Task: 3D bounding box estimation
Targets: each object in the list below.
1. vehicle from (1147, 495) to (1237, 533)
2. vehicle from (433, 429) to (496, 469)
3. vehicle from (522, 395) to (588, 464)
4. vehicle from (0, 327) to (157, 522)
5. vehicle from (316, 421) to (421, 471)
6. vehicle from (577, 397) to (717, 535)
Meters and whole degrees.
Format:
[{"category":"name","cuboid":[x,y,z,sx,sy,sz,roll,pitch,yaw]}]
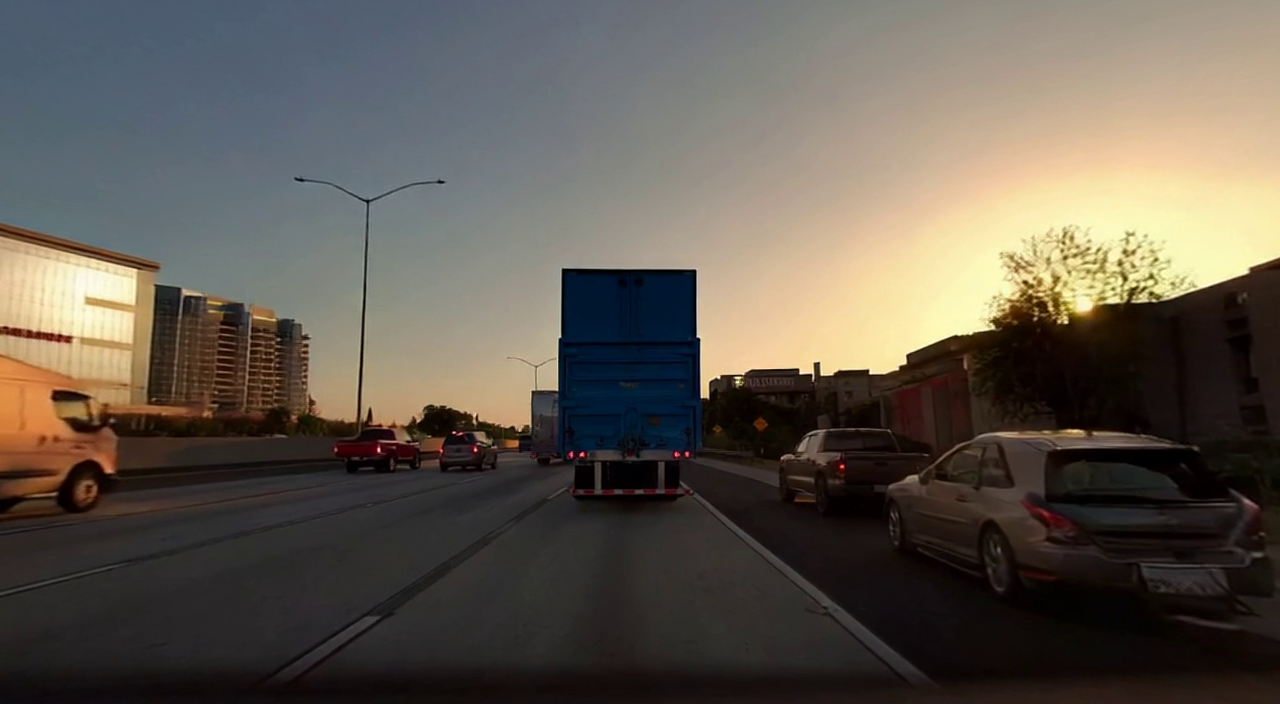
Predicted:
[{"category":"vehicle","cuboid":[32.481,9.499,37.211,1.588,1.418,3.744,8,-6,-14]},{"category":"vehicle","cuboid":[-8.097,4.542,29.525,1.854,1.740,4.151,0,-9,-1]},{"category":"vehicle","cuboid":[-4.644,4.561,36.252,2.814,3.513,8.529,0,-9,-1]},{"category":"vehicle","cuboid":[-11.331,1.024,9.163,2.375,3.041,7.638,0,-8,1]},{"category":"vehicle","cuboid":[-12.038,4.260,28.575,2.240,1.995,5.854,0,-9,-1]},{"category":"vehicle","cuboid":[0.036,1.886,10.858,1.947,1.910,4.040,0,-9,-2]}]
